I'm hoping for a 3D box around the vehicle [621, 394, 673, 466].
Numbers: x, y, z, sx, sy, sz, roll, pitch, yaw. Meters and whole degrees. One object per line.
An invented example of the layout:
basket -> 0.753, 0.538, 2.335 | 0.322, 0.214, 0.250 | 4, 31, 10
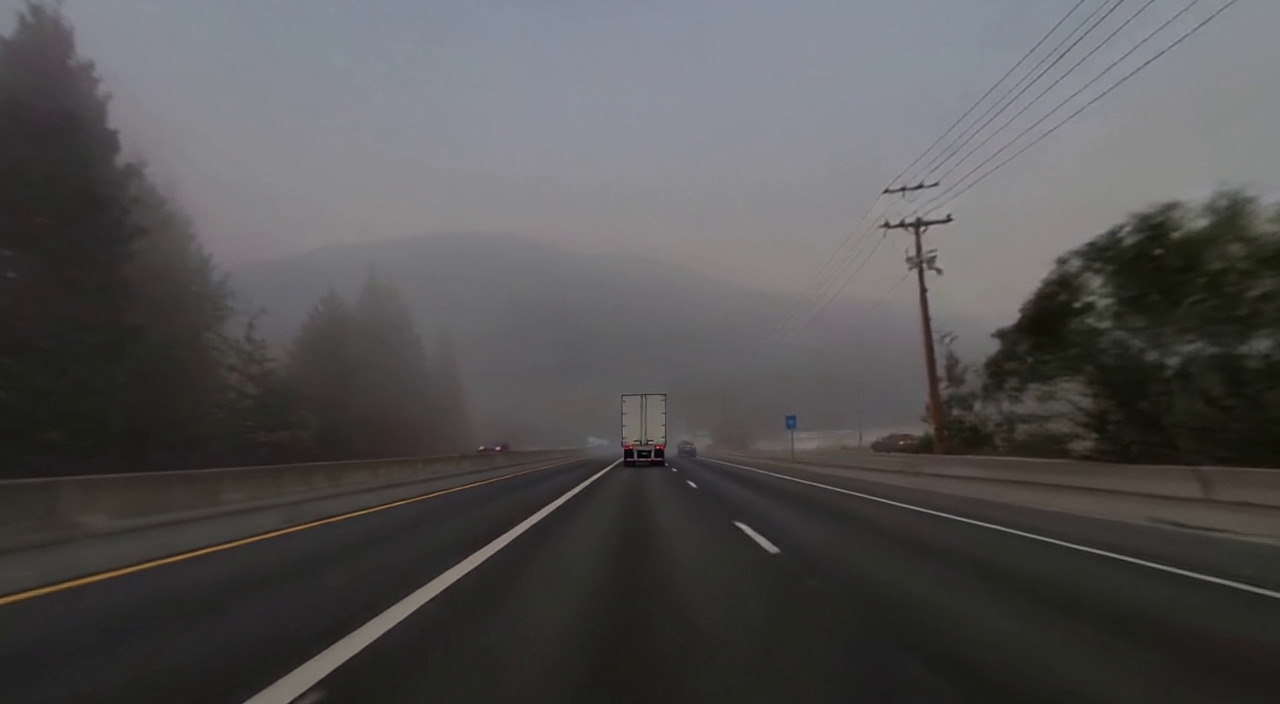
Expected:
vehicle -> 0.332, 5.285, 41.790 | 2.919, 4.101, 11.541 | 0, -8, -1
